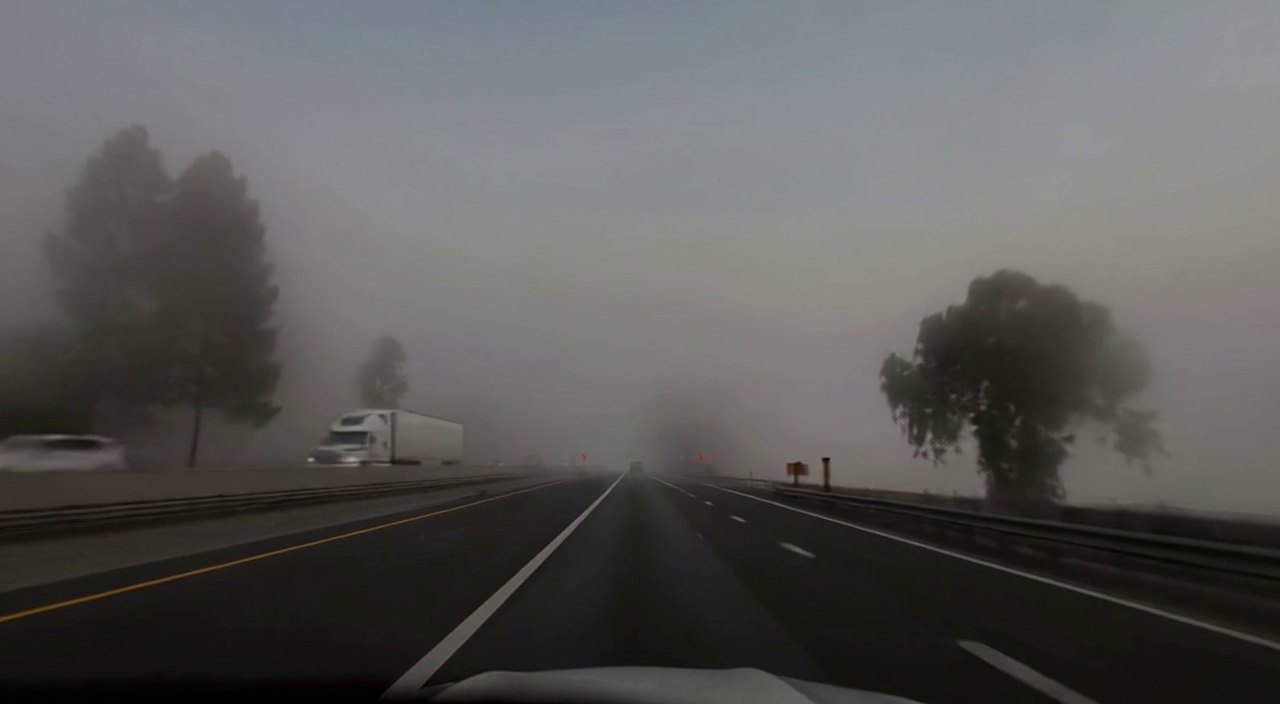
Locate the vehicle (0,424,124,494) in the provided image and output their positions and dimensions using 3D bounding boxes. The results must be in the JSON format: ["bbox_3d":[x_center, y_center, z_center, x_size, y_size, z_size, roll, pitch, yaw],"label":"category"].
[{"bbox_3d":[-15.673,2.669,15.662,1.889,1.586,4.435,1,-10,0],"label":"vehicle"}]

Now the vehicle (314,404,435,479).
[{"bbox_3d":[-16.008,5.760,39.249,2.974,3.982,10.261,1,-10,0],"label":"vehicle"}]
